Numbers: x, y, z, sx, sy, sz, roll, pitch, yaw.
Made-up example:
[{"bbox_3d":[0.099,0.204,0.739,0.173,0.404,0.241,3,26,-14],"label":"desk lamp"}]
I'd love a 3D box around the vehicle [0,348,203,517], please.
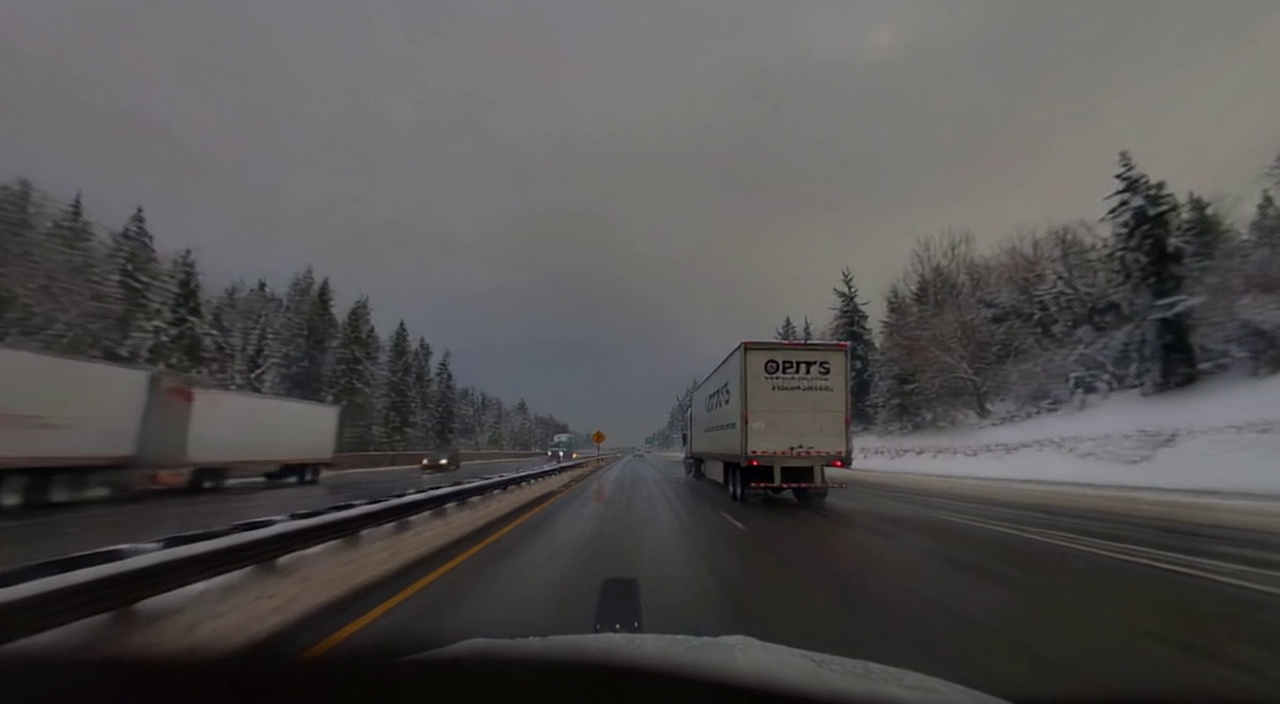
[{"bbox_3d":[-17.056,1.958,15.264,2.807,4.089,13.887,0,-9,0],"label":"vehicle"}]

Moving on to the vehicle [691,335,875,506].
[{"bbox_3d":[3.914,2.690,21.907,2.926,4.060,14.068,0,-9,-1],"label":"vehicle"}]

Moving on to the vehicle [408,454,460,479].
[{"bbox_3d":[-12.695,7.077,39.023,1.831,1.460,4.183,0,-9,0],"label":"vehicle"}]
